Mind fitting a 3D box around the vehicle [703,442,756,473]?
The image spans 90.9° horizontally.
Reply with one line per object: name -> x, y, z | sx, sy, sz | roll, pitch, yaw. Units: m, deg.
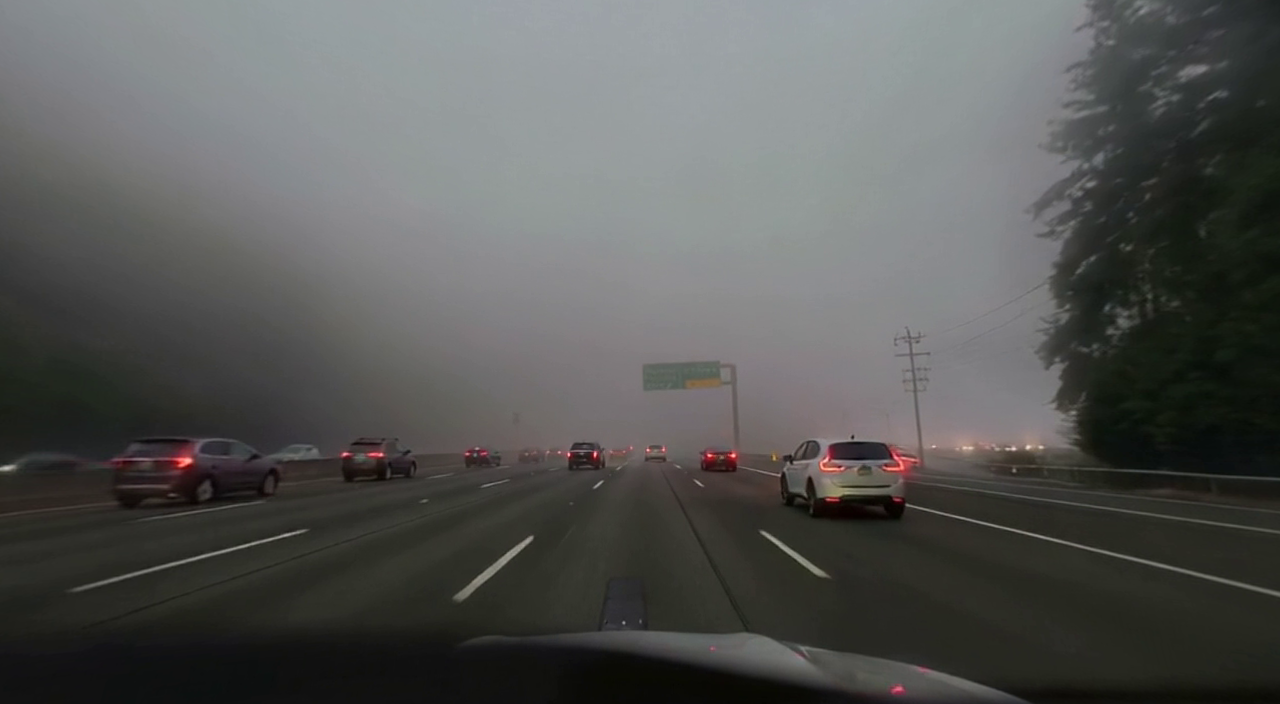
vehicle -> 4.530, 5.410, 32.725 | 2.022, 1.472, 4.678 | 0, -8, 0

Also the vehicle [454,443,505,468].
vehicle -> -10.268, 6.635, 40.705 | 1.926, 1.479, 4.688 | 0, -8, 1

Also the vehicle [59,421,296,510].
vehicle -> -10.716, 2.656, 15.230 | 2.083, 1.776, 4.721 | 0, -8, 1

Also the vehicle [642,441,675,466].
vehicle -> 1.234, 7.012, 43.779 | 2.220, 1.575, 4.332 | 0, -8, 0

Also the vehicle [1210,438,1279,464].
vehicle -> 36.432, 5.830, 37.258 | 3.835, 1.440, 1.678 | 0, -8, -1

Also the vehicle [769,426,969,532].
vehicle -> 3.916, 2.235, 11.757 | 2.036, 1.580, 4.360 | 0, -8, -1

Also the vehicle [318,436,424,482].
vehicle -> -10.635, 4.252, 25.388 | 2.137, 1.690, 4.630 | 0, -8, 1

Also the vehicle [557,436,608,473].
vehicle -> -2.949, 5.397, 33.367 | 2.133, 1.775, 4.530 | 0, -8, 1
